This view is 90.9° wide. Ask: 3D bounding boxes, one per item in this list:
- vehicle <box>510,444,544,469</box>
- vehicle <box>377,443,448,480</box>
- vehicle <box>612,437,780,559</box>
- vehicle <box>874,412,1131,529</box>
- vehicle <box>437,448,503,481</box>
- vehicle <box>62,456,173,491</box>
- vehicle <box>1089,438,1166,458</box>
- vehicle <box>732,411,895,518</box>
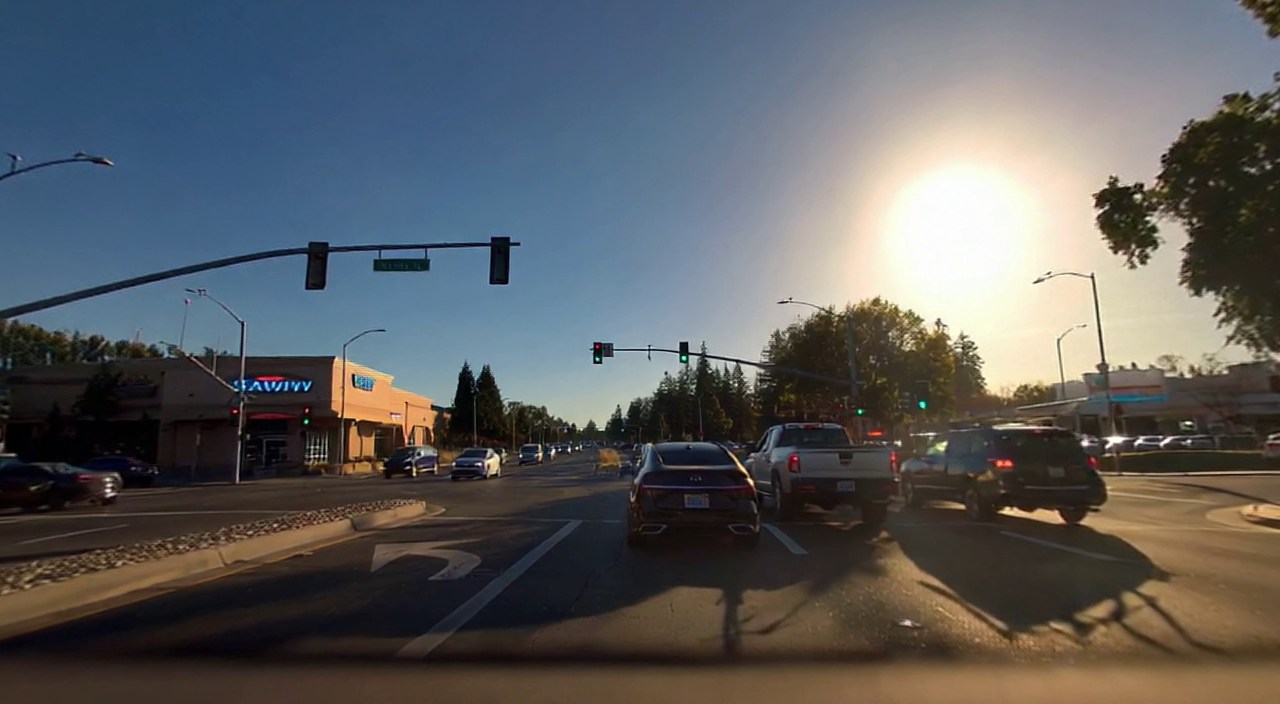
[{"bbox_3d":[-8.491,7.828,47.653,1.904,1.789,4.021,0,-8,-1],"label":"vehicle"},{"bbox_3d":[-12.066,5.816,33.793,1.991,1.844,4.393,0,-8,2],"label":"vehicle"},{"bbox_3d":[0.610,2.053,9.607,2.038,1.447,3.756,0,-8,-2],"label":"vehicle"},{"bbox_3d":[7.287,2.445,13.650,2.323,2.009,5.266,0,-8,-1],"label":"vehicle"},{"bbox_3d":[-8.185,5.438,30.788,2.002,1.469,4.301,0,-8,0],"label":"vehicle"},{"bbox_3d":[-29.064,6.734,35.148,4.789,1.828,2.025,-2,-8,11],"label":"vehicle"},{"bbox_3d":[36.333,7.181,47.074,4.230,1.449,1.782,0,-8,2],"label":"vehicle"},{"bbox_3d":[3.854,2.626,15.290,2.358,2.116,5.328,0,-8,-1],"label":"vehicle"}]
